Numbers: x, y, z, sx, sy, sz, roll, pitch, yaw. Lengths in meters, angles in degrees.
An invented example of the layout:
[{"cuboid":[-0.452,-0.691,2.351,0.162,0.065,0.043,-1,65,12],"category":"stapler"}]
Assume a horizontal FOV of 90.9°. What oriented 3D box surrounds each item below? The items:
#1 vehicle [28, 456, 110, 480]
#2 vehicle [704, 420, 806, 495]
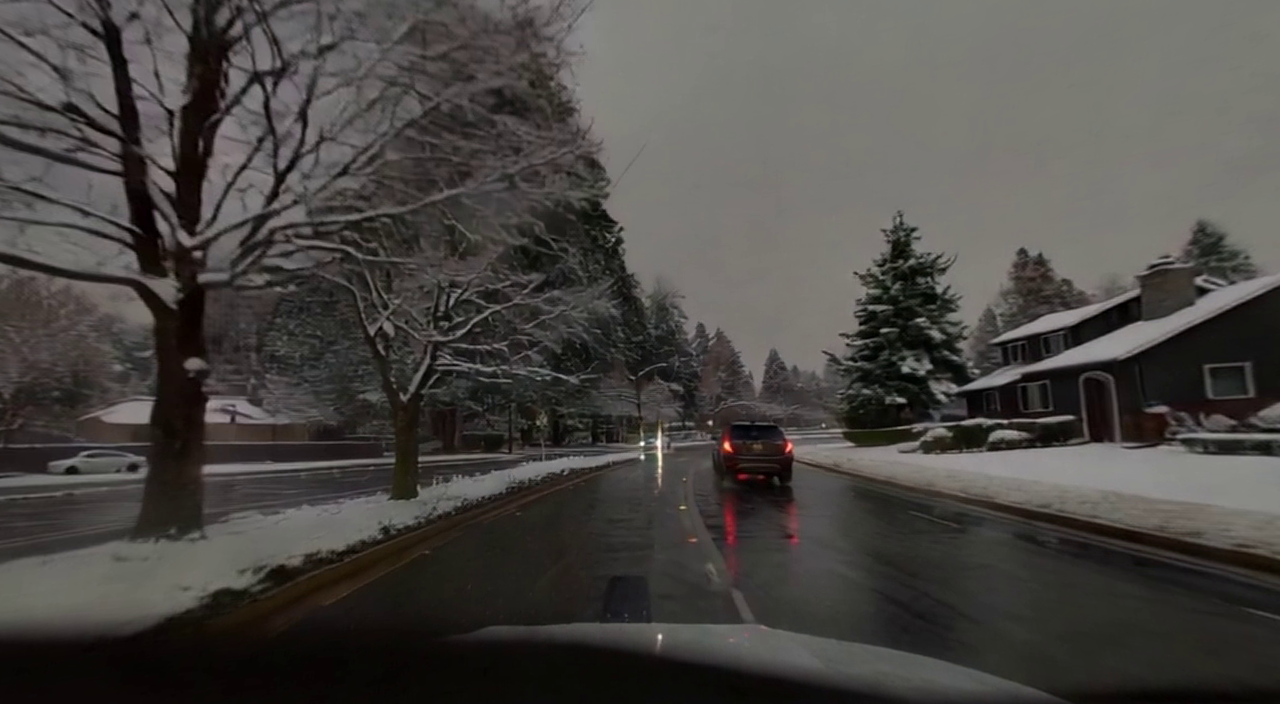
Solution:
[{"cuboid":[-36.471,7.390,40.299,3.339,1.383,1.865,0,-8,-3],"category":"vehicle"},{"cuboid":[3.084,2.971,18.035,2.141,1.833,4.704,0,-8,1],"category":"vehicle"}]
